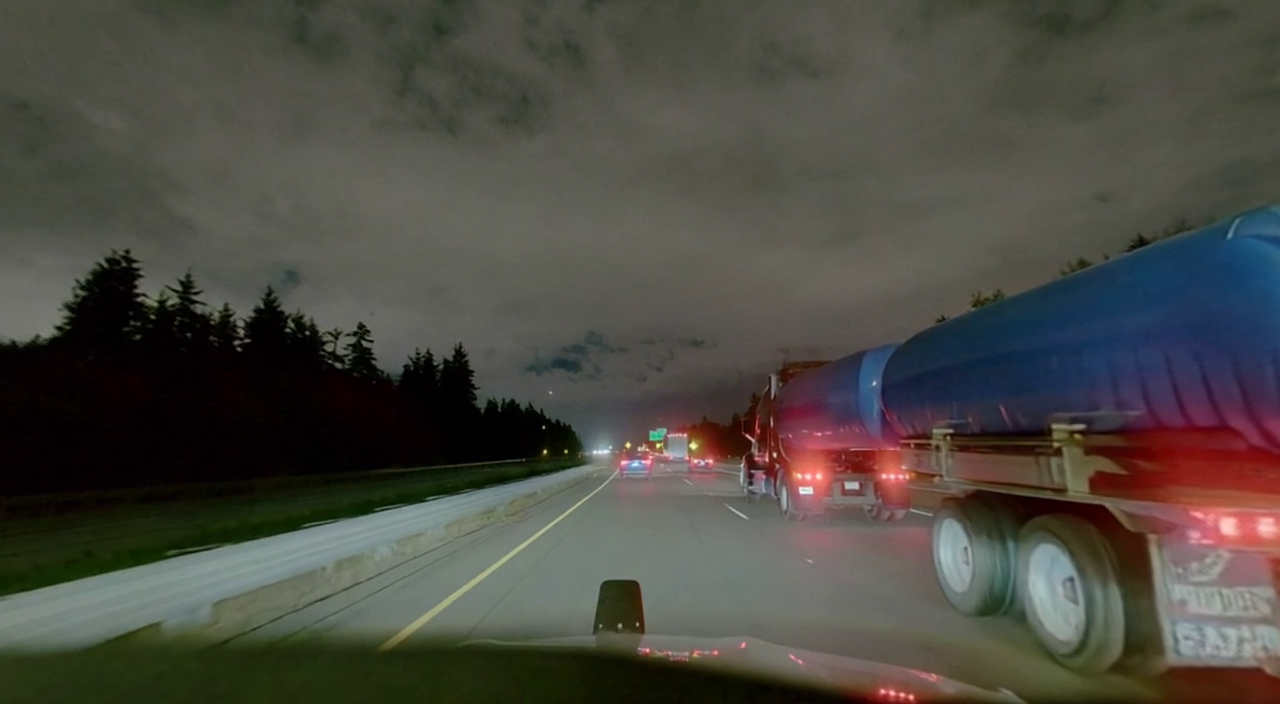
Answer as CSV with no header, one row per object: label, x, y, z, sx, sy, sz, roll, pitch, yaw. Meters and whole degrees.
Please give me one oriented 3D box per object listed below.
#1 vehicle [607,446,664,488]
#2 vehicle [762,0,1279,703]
vehicle,-0.137,4.390,24.394,2.003,1.490,3.636,0,-9,1
vehicle,3.917,0.716,7.263,2.694,3.453,11.641,0,-9,0
